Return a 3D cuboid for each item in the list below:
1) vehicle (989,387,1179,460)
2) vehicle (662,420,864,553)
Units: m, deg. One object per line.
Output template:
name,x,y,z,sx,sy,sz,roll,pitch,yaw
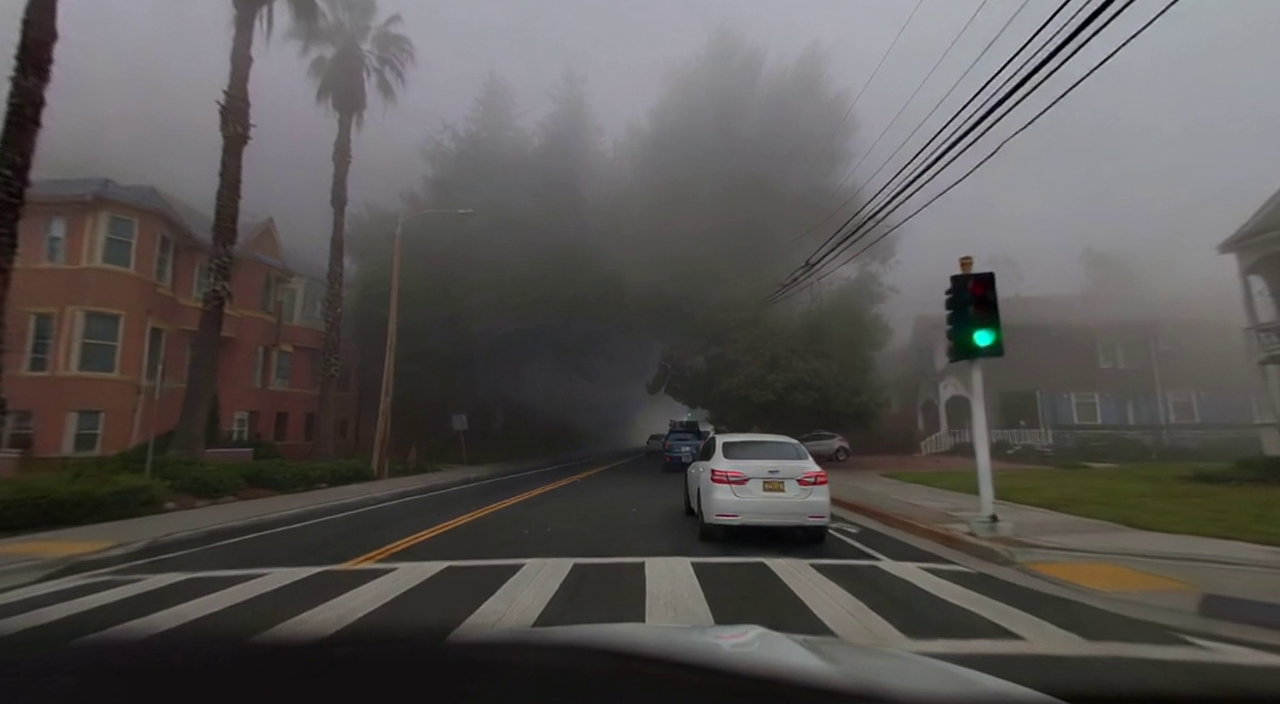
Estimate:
vehicle,17.677,2.881,25.416,5.880,2.540,2.003,-3,-6,2
vehicle,1.537,1.938,9.806,2.096,1.552,4.519,1,-9,-2
